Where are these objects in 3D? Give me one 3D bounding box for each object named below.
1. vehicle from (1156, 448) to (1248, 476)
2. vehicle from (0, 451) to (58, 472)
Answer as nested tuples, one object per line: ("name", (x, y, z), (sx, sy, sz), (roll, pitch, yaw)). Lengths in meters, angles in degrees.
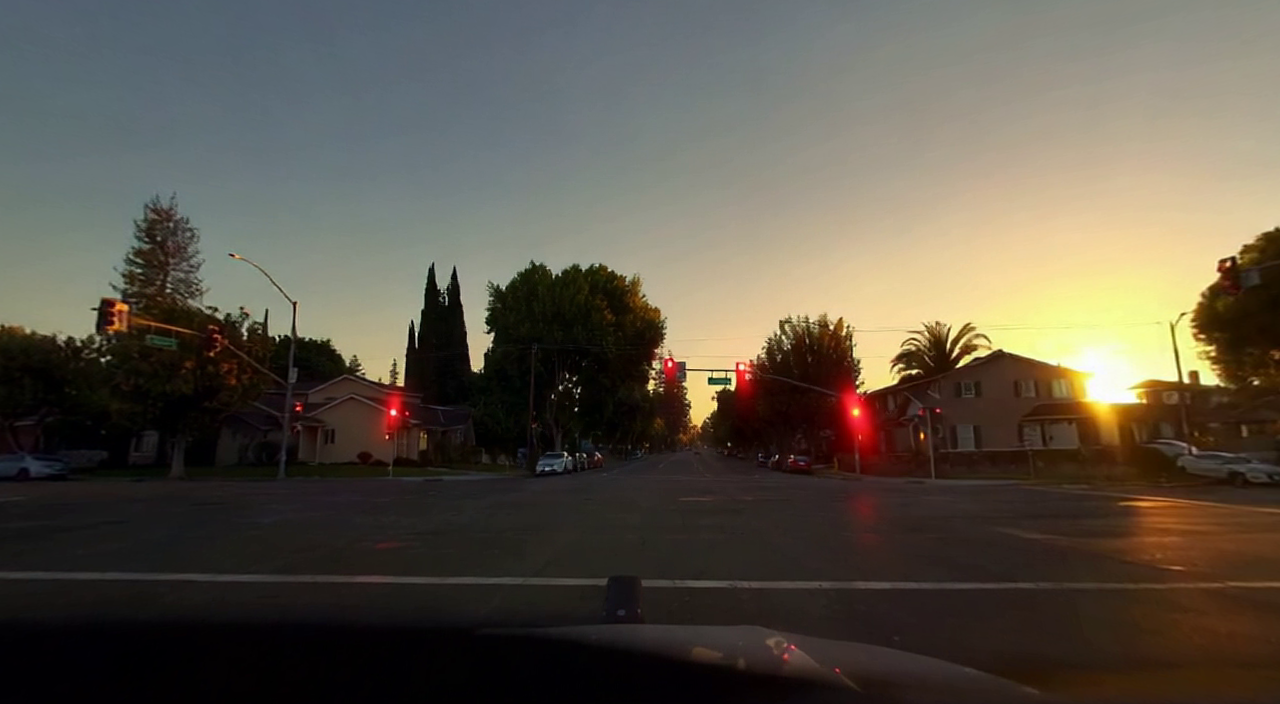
("vehicle", (36.768, 7.180, 41.502), (1.853, 1.723, 4.460), (0, -9, -1))
("vehicle", (-44.302, 7.764, 44.971), (3.949, 1.422, 1.744), (0, -9, 1))
